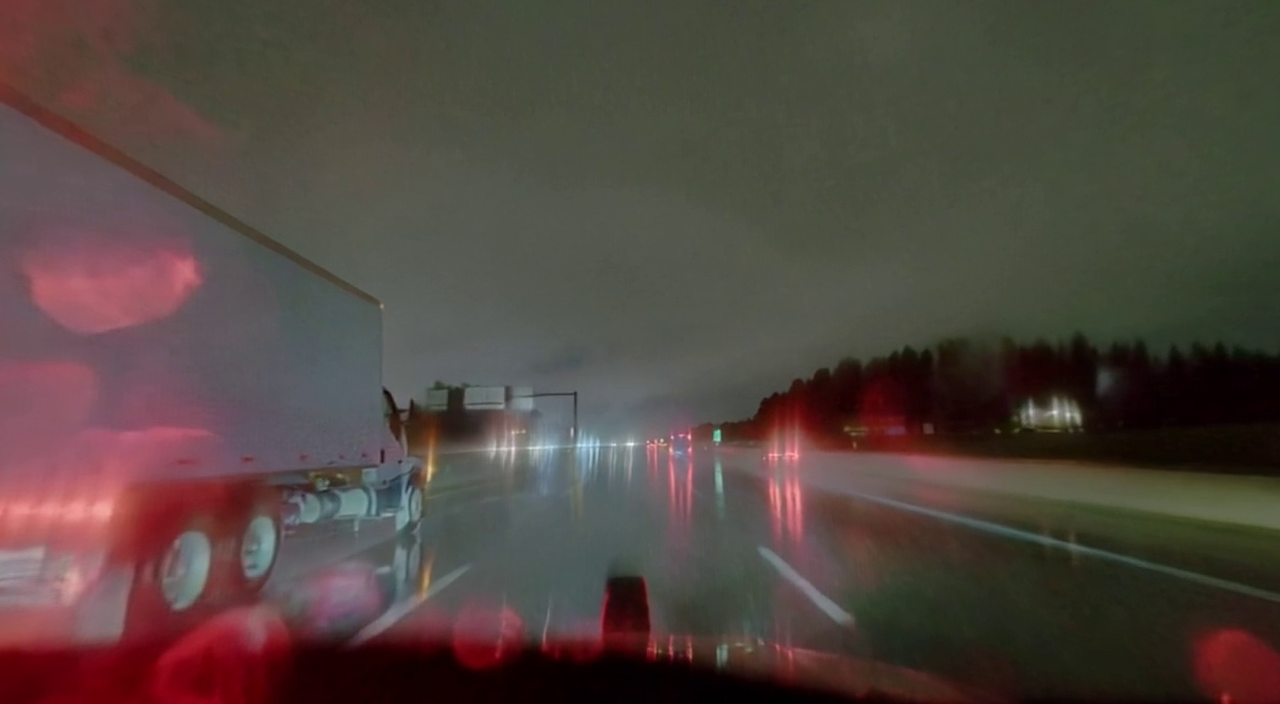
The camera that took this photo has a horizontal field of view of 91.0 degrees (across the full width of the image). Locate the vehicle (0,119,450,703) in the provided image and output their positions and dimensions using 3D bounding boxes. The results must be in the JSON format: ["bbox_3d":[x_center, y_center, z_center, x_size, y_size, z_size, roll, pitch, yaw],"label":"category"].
[{"bbox_3d":[-3.924,0.747,5.490,2.443,2.586,6.701,0,-8,0],"label":"vehicle"}]
